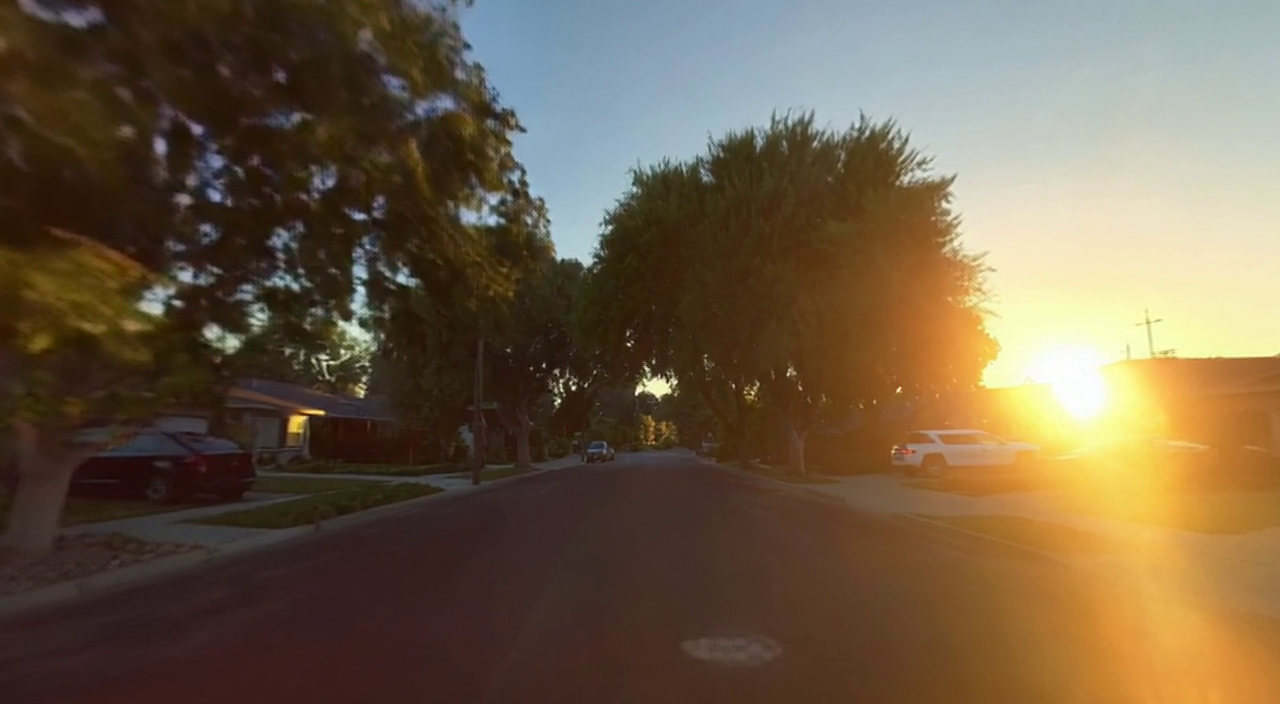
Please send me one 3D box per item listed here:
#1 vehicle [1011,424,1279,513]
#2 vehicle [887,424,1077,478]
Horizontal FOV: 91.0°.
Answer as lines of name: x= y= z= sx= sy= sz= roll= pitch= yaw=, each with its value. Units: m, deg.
vehicle: x=10.954 y=2.449 z=13.483 sx=4.710 sy=1.512 sz=1.894 roll=-3 pitch=-9 yaw=1
vehicle: x=12.429 y=3.646 z=23.217 sx=5.637 sy=1.890 sz=2.171 roll=0 pitch=-9 yaw=2
